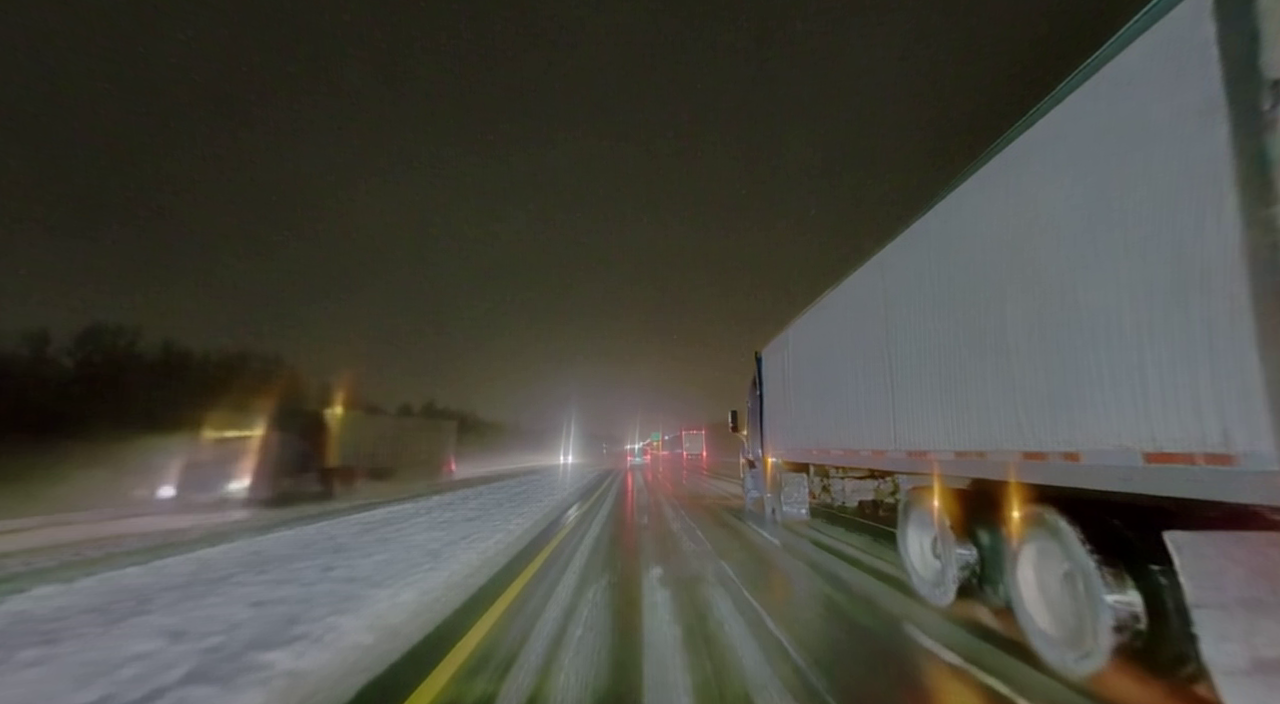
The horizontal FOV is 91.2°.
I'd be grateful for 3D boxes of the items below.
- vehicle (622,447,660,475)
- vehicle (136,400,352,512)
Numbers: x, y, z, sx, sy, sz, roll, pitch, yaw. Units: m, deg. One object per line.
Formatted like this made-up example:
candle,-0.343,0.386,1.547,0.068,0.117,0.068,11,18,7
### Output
vehicle,0.012,6.340,36.636,2.083,1.473,3.923,0,-9,-1
vehicle,-15.810,4.314,26.343,2.951,3.808,9.312,0,-9,0
